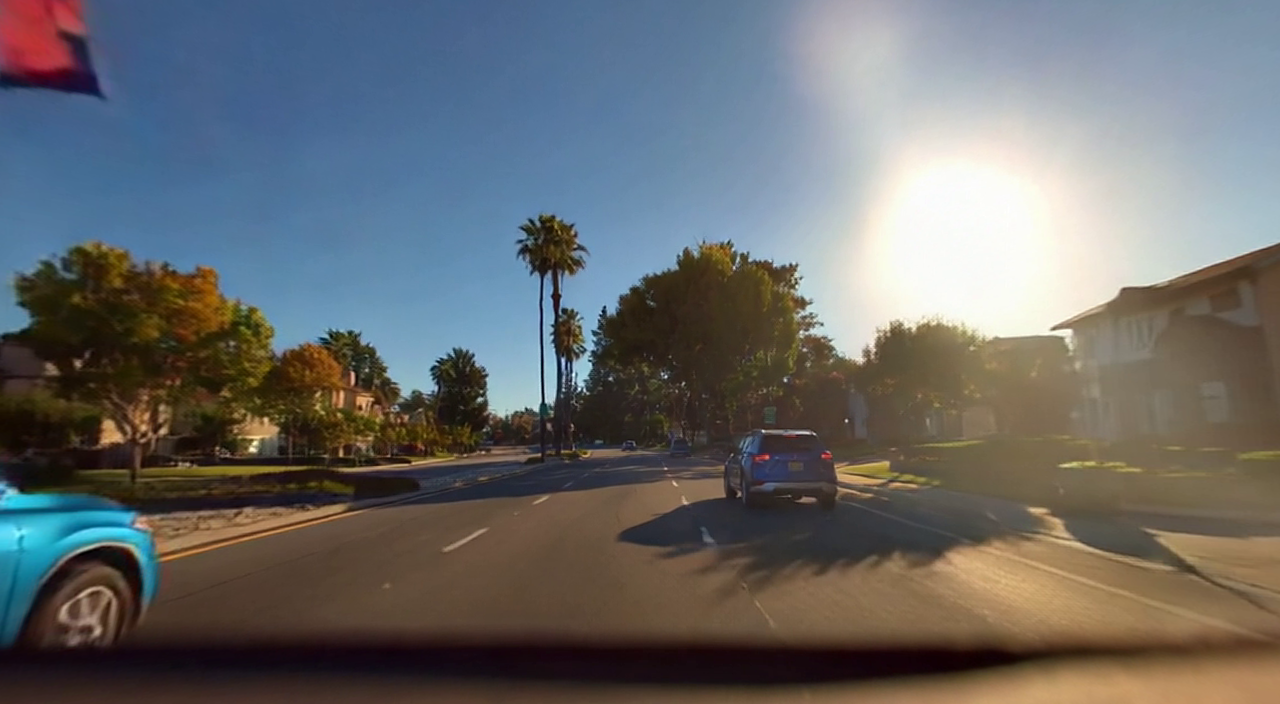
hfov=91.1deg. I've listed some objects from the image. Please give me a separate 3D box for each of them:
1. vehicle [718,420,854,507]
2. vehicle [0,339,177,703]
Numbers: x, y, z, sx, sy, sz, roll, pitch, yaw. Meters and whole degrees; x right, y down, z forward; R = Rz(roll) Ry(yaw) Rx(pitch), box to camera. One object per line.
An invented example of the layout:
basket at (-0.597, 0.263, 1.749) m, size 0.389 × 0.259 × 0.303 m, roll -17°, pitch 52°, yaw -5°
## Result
vehicle at (3.324, 2.663, 15.412) m, size 2.195 × 1.804 × 4.658 m, roll 0°, pitch -8°, yaw 0°
vehicle at (-4.007, 0.622, 1.414) m, size 2.150 × 1.768 × 4.868 m, roll 0°, pitch -8°, yaw 0°
